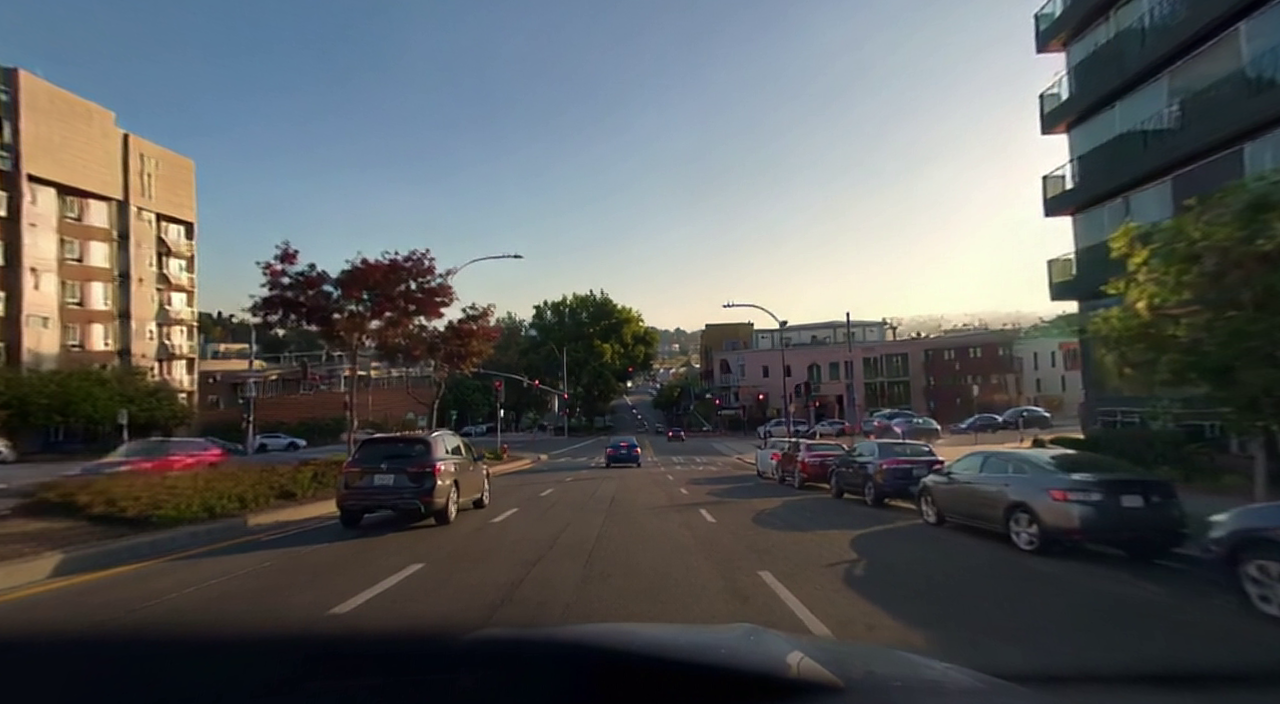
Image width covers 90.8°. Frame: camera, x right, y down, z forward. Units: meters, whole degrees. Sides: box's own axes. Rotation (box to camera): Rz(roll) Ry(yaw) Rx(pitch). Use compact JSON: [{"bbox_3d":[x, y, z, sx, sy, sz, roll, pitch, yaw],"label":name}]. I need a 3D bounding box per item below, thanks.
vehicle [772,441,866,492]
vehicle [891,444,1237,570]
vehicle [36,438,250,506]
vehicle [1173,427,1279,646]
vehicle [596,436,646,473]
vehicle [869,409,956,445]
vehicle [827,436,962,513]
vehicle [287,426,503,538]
[{"bbox_3d":[5.872,3.784,21.274,1.959,1.513,4.104,0,-8,0],"label":"vehicle"},{"bbox_3d":[6.065,2.217,10.005,2.089,1.488,4.663,0,-8,-3],"label":"vehicle"},{"bbox_3d":[-12.554,3.028,16.435,1.987,1.503,4.375,0,-8,0],"label":"vehicle"},{"bbox_3d":[5.983,1.215,3.481,2.019,1.670,4.550,0,-8,-1],"label":"vehicle"},{"bbox_3d":[-0.793,4.557,28.217,2.082,1.520,3.896,0,-8,0],"label":"vehicle"},{"bbox_3d":[21.069,5.858,48.933,5.756,2.653,2.403,2,-9,-12],"label":"vehicle"},{"bbox_3d":[6.036,2.924,15.490,1.877,1.642,3.572,0,-8,2],"label":"vehicle"},{"bbox_3d":[-3.878,2.131,11.004,1.934,1.522,4.464,0,-8,0],"label":"vehicle"}]
